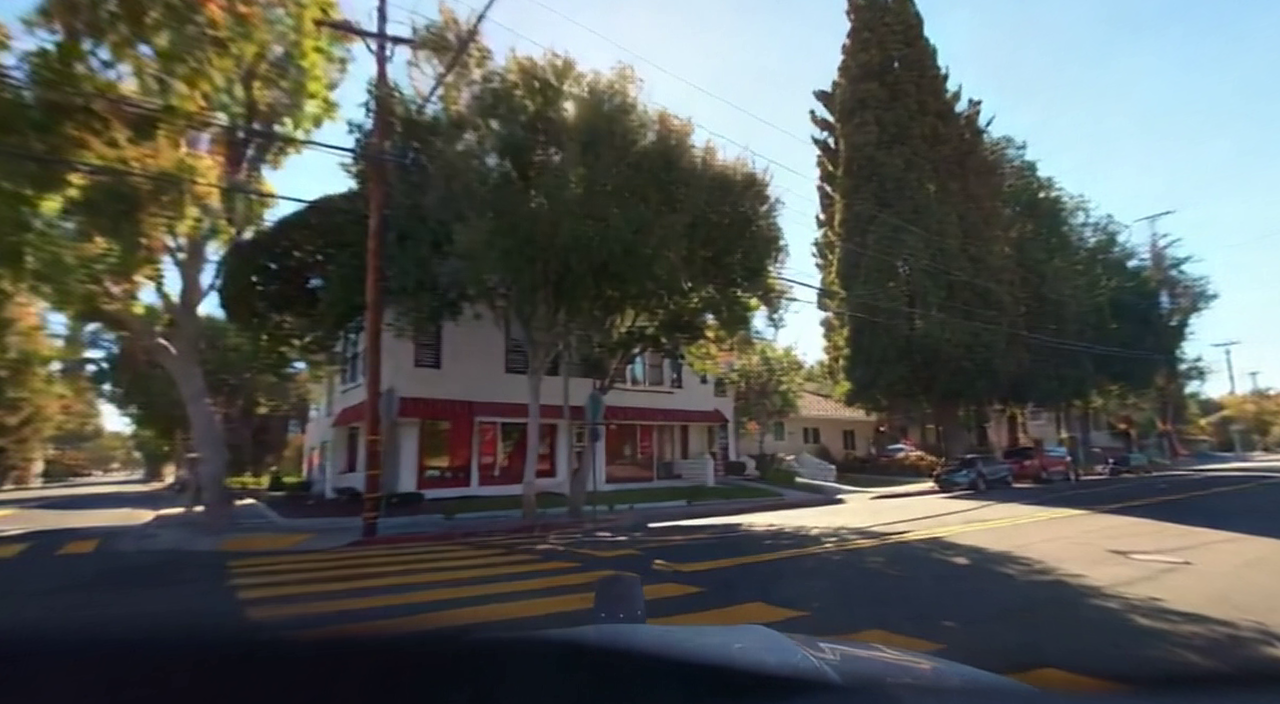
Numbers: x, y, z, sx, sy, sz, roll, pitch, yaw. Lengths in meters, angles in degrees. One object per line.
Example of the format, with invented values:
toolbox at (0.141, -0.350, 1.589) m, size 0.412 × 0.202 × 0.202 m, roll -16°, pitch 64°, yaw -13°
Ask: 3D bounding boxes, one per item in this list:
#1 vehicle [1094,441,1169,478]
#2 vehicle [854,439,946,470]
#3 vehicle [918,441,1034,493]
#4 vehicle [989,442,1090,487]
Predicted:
vehicle at (26.206, 5.674, 33.621) m, size 4.274 × 1.785 × 1.970 m, roll 6°, pitch -11°, yaw -37°
vehicle at (15.239, 6.020, 37.272) m, size 2.033 × 1.725 × 4.492 m, roll 7°, pitch -11°, yaw -39°
vehicle at (12.661, 4.245, 23.733) m, size 4.509 × 1.775 × 1.975 m, roll 6°, pitch -11°, yaw -36°
vehicle at (16.935, 4.697, 26.731) m, size 4.318 × 1.723 × 1.913 m, roll 6°, pitch -10°, yaw -34°
